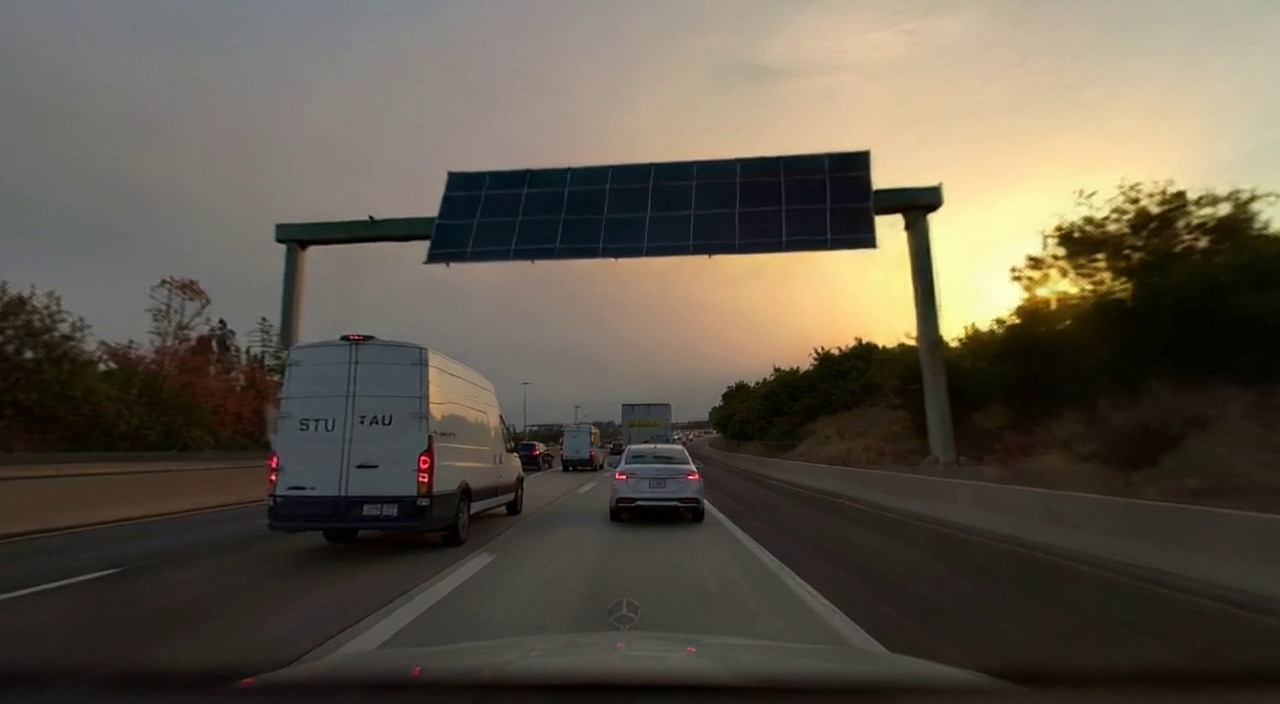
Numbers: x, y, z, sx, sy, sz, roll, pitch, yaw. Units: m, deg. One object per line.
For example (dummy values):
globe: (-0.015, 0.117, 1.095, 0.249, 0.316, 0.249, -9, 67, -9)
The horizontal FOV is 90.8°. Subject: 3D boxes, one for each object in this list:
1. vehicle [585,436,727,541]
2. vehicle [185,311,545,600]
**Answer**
vehicle: (0.221, 2.263, 11.006, 2.063, 1.507, 3.488, 0, -9, 0)
vehicle: (-3.109, 1.470, 9.434, 2.289, 2.757, 6.726, 0, -9, 0)
